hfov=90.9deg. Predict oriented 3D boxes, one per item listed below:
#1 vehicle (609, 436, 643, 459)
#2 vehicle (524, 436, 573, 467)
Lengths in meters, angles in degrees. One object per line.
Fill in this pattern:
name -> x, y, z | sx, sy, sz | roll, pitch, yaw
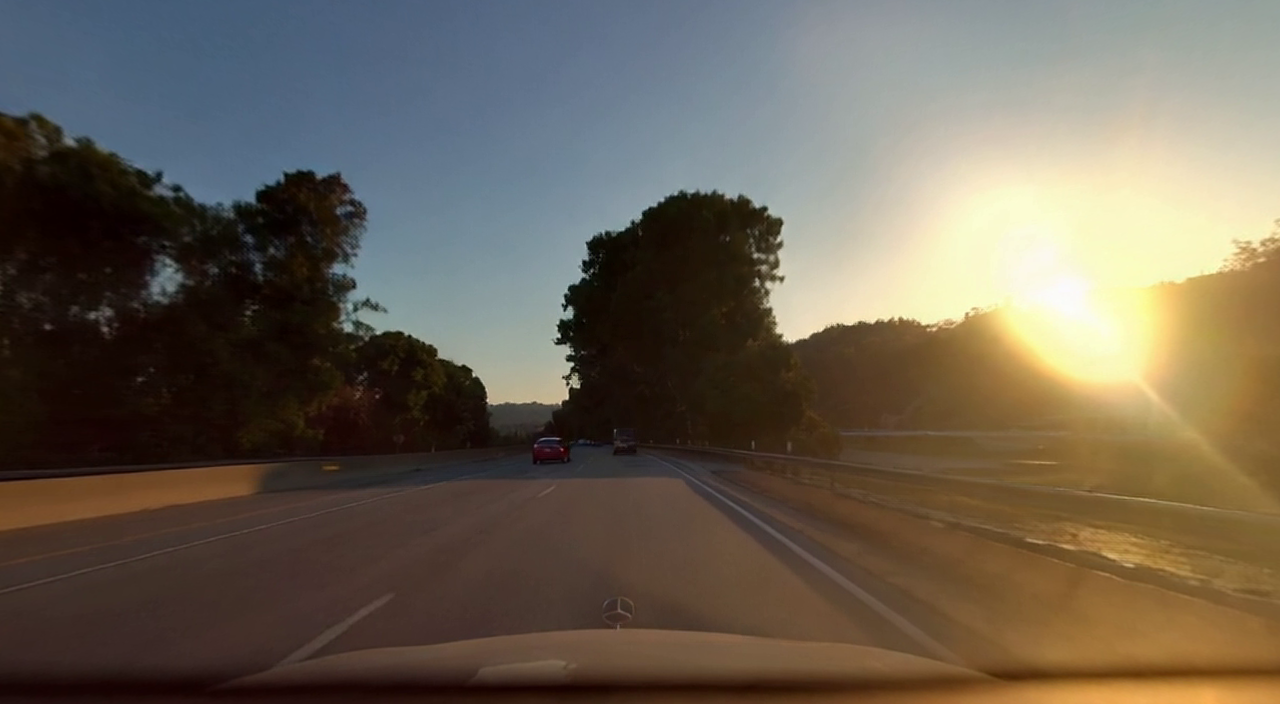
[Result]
vehicle -> -0.881, 6.396, 42.402 | 2.162, 1.460, 4.242 | 0, -8, 0
vehicle -> -4.457, 4.866, 31.118 | 1.907, 1.445, 4.049 | 0, -8, -1
